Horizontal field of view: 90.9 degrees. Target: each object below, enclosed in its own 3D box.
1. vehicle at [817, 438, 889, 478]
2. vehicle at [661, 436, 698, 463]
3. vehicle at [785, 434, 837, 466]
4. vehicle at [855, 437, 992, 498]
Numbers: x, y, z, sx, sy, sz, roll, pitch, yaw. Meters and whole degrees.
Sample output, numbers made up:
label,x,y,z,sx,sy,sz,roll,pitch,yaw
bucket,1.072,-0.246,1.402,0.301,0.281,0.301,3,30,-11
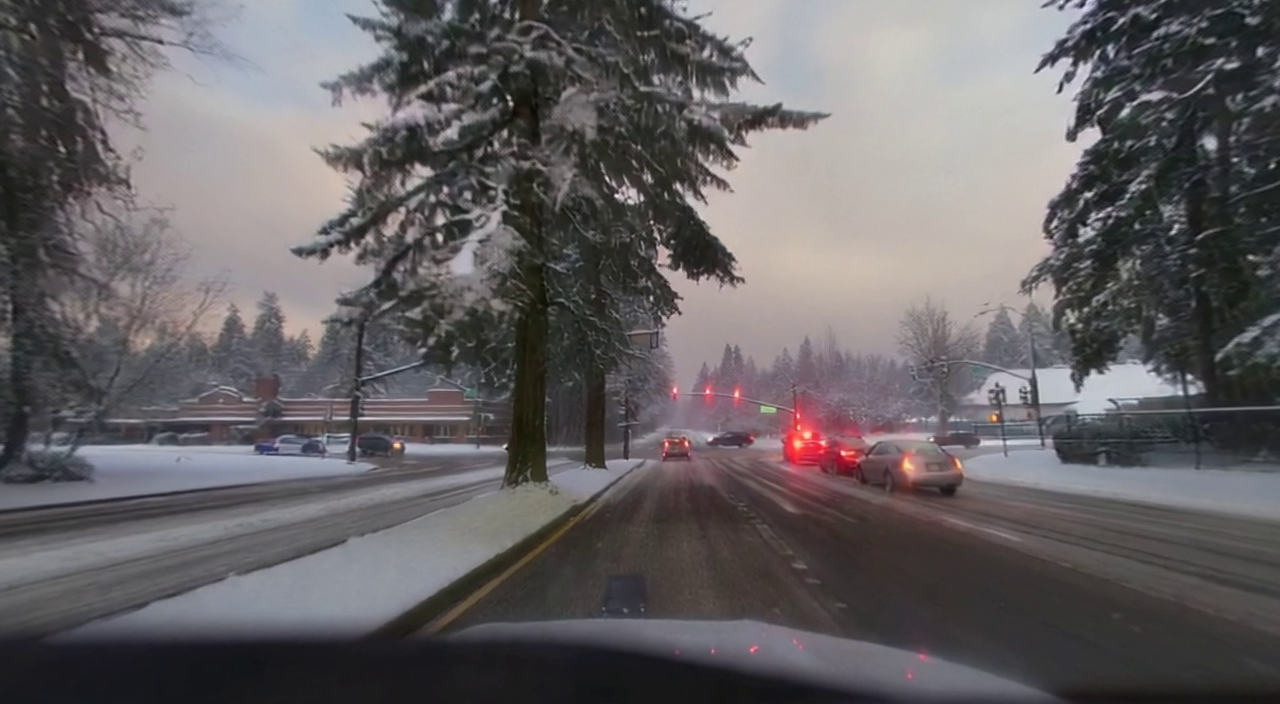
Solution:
label,x,y,z,sx,sy,sz,roll,pitch,yaw
vehicle,8.446,4.213,25.387,1.726,1.467,3.793,-1,-8,3
vehicle,2.267,5.689,36.930,2.041,1.485,3.813,-1,-8,3
vehicle,9.177,5.282,34.127,1.901,1.577,4.348,-1,-8,4
vehicle,7.849,3.204,18.048,1.947,1.478,4.731,-1,-8,3
